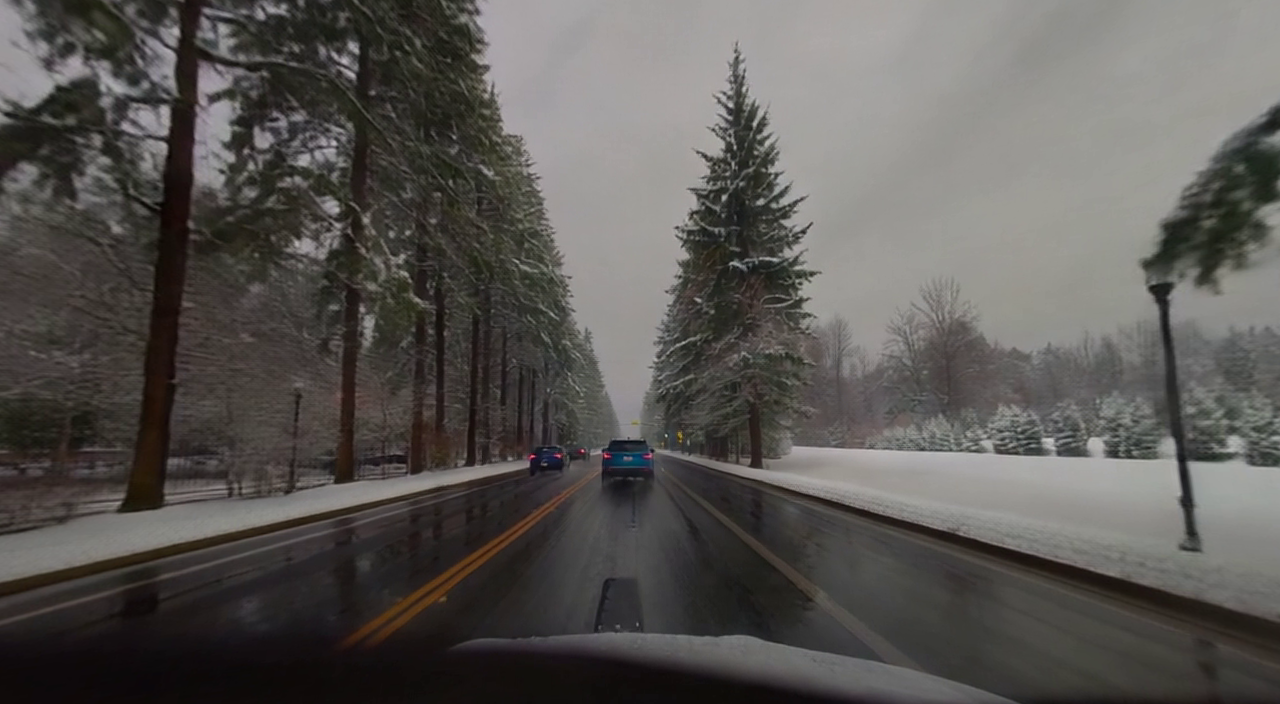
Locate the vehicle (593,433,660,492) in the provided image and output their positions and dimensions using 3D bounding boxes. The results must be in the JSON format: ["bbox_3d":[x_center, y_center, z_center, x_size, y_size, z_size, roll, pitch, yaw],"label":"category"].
[{"bbox_3d":[-0.411,3.620,21.039,2.018,1.769,3.897,0,-8,0],"label":"vehicle"}]

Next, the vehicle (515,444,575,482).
[{"bbox_3d":[-4.096,4.823,27.830,1.936,1.538,4.016,0,-8,1],"label":"vehicle"}]
